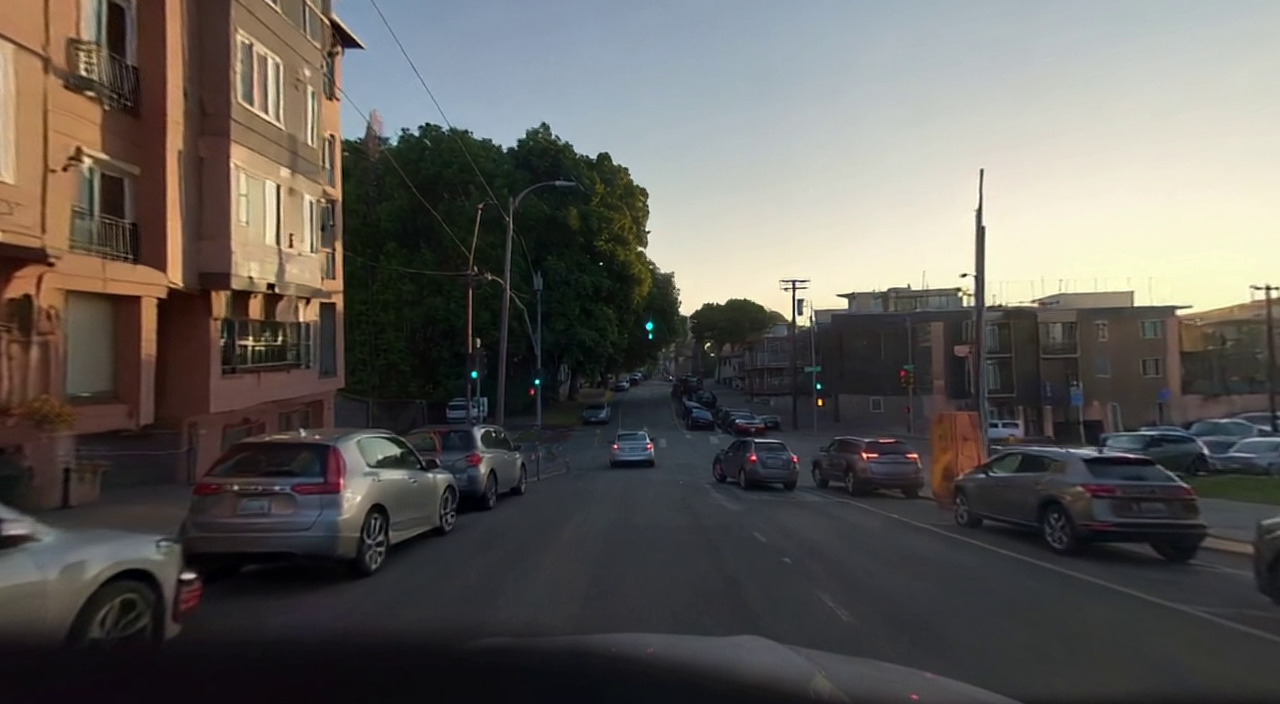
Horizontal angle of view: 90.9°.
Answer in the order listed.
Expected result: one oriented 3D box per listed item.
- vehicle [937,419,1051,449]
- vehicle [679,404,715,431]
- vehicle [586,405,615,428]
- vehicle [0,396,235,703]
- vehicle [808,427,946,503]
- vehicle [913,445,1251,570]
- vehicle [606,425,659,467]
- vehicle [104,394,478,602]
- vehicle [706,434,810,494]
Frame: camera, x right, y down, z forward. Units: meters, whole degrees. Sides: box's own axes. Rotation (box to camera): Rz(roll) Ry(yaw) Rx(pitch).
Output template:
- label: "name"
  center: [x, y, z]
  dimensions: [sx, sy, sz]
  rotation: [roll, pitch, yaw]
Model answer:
- label: "vehicle"
  center: [18.435, 4.310, 32.981]
  dimensions: [4.738, 1.537, 1.960]
  rotation: [0, -8, 2]
- label: "vehicle"
  center: [3.788, 4.452, 42.312]
  dimensions: [2.093, 1.655, 4.327]
  rotation: [0, -8, 1]
- label: "vehicle"
  center: [-2.817, 4.679, 45.492]
  dimensions: [1.878, 1.521, 3.697]
  rotation: [0, -8, -1]
- label: "vehicle"
  center: [-3.542, 0.809, 1.711]
  dimensions: [1.869, 1.491, 4.458]
  rotation: [0, -8, 1]
- label: "vehicle"
  center: [6.137, 2.971, 17.022]
  dimensions: [1.999, 1.752, 4.502]
  rotation: [0, -8, 1]
- label: "vehicle"
  center: [6.154, 2.157, 9.656]
  dimensions: [1.962, 1.438, 4.440]
  rotation: [0, -8, 0]
- label: "vehicle"
  center: [-0.242, 3.656, 24.560]
  dimensions: [1.923, 1.460, 3.923]
  rotation: [0, -8, 1]
- label: "vehicle"
  center: [-3.457, 1.529, 7.478]
  dimensions: [1.922, 1.704, 4.398]
  rotation: [0, -8, 0]
- label: "vehicle"
  center: [3.149, 3.099, 17.826]
  dimensions: [2.055, 1.450, 4.676]
  rotation: [0, -8, 0]
